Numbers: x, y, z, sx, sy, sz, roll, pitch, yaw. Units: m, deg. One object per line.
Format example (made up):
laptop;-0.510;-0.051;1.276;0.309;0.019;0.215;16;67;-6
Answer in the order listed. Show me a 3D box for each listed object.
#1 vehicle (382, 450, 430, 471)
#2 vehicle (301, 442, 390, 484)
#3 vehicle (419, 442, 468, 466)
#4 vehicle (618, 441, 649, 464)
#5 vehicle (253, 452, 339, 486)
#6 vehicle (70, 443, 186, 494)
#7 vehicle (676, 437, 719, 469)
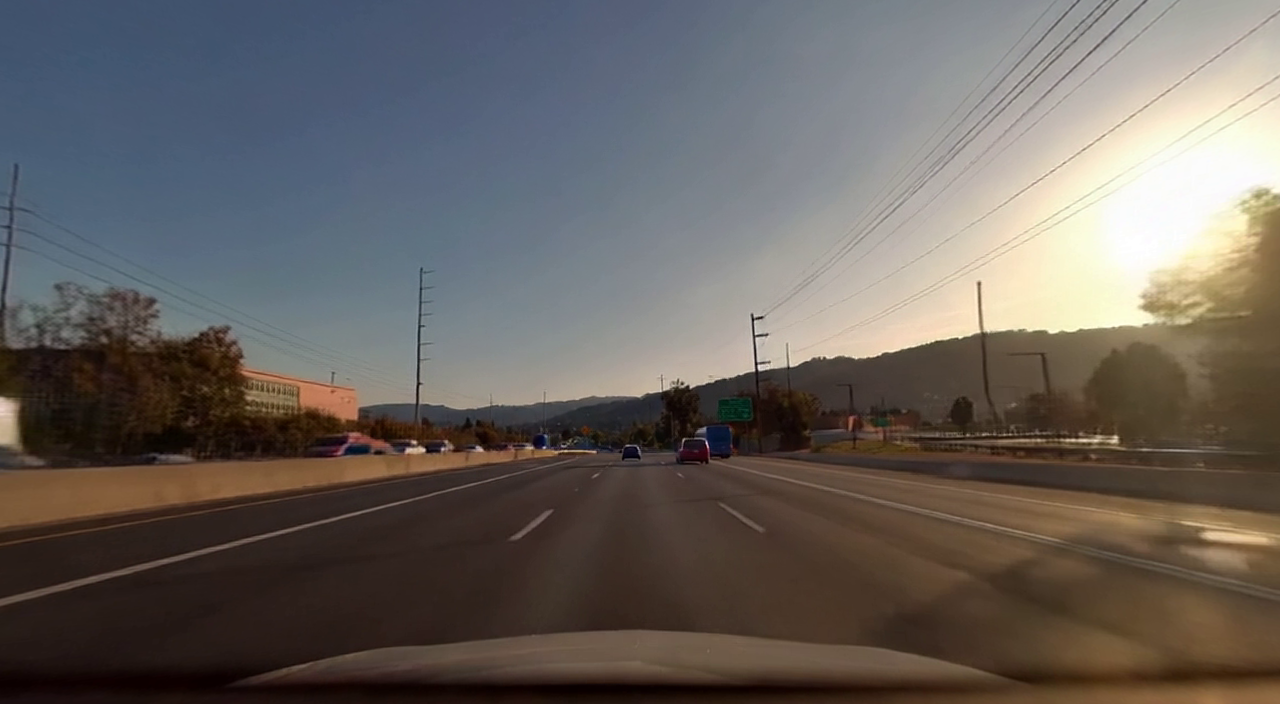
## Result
vehicle;-17.559;8.180;47.635;1.847;1.485;4.729;0;-9;0
vehicle;-13.846;5.217;30.034;1.962;1.792;4.576;0;-9;0
vehicle;-13.593;7.077;43.913;1.941;1.539;4.406;0;-9;1
vehicle;-0.491;7.755;48.844;2.325;1.712;4.592;0;-9;0
vehicle;-16.927;5.734;31.292;1.957;1.516;3.844;1;-8;2
vehicle;-35.198;7.970;43.796;2.616;3.213;6.631;1;-9;-3
vehicle;3.423;6.136;38.423;2.036;1.796;4.470;0;-9;-2
